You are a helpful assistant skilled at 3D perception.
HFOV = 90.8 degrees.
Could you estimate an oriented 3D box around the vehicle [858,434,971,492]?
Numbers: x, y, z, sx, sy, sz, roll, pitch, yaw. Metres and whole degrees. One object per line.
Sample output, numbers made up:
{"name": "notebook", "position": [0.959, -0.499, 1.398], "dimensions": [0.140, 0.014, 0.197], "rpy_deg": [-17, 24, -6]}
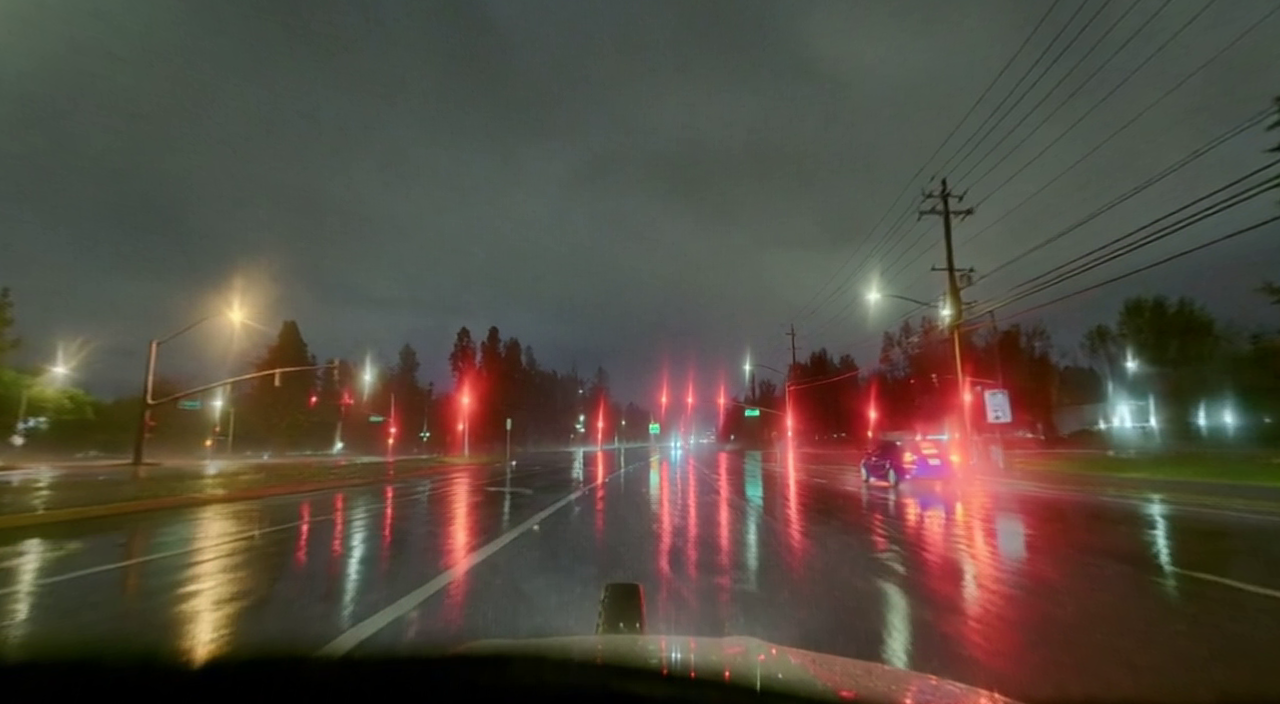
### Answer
{"name": "vehicle", "position": [8.036, 3.274, 18.893], "dimensions": [1.797, 1.544, 3.685], "rpy_deg": [0, -9, 2]}
